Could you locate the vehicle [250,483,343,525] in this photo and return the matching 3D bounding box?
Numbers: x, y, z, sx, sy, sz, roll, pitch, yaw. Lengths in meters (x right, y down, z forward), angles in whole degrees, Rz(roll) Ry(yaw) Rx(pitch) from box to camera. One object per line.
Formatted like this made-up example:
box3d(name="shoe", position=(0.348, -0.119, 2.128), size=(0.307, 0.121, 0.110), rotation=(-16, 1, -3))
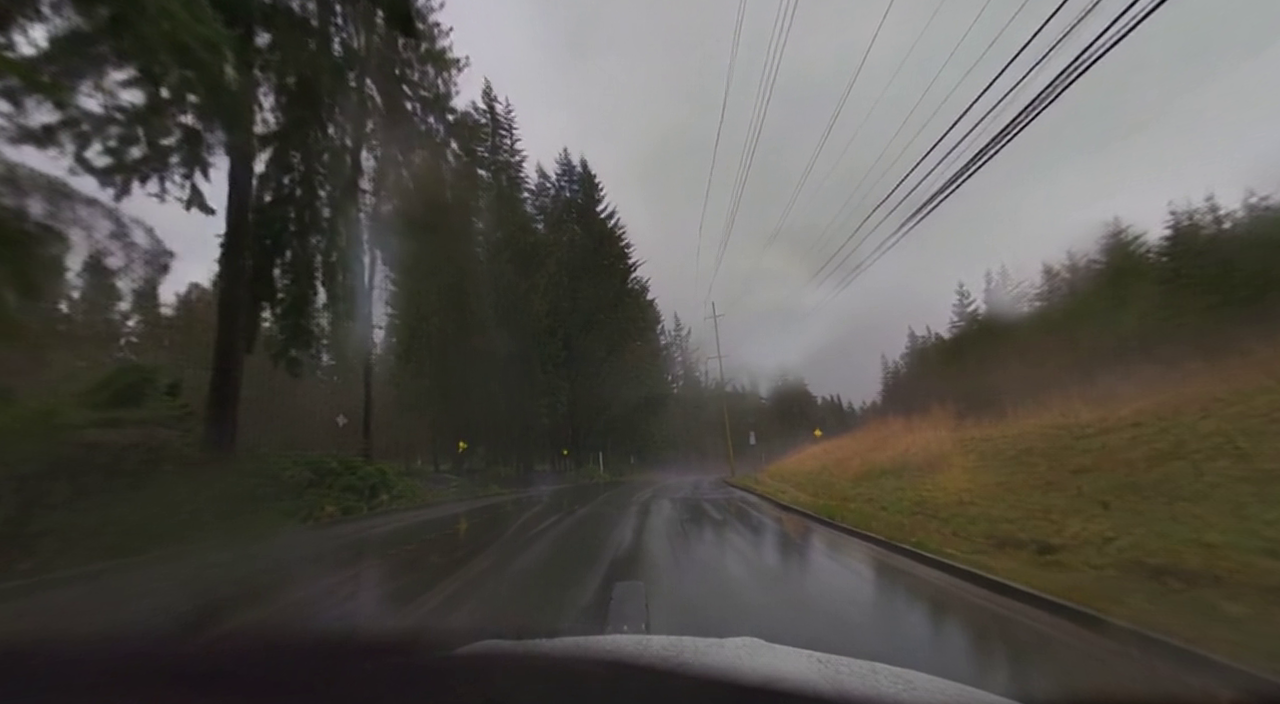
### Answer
box3d(name="vehicle", position=(-16.829, 7.383, 30.858), size=(4.043, 1.673, 1.970), rotation=(-5, -10, 28))
